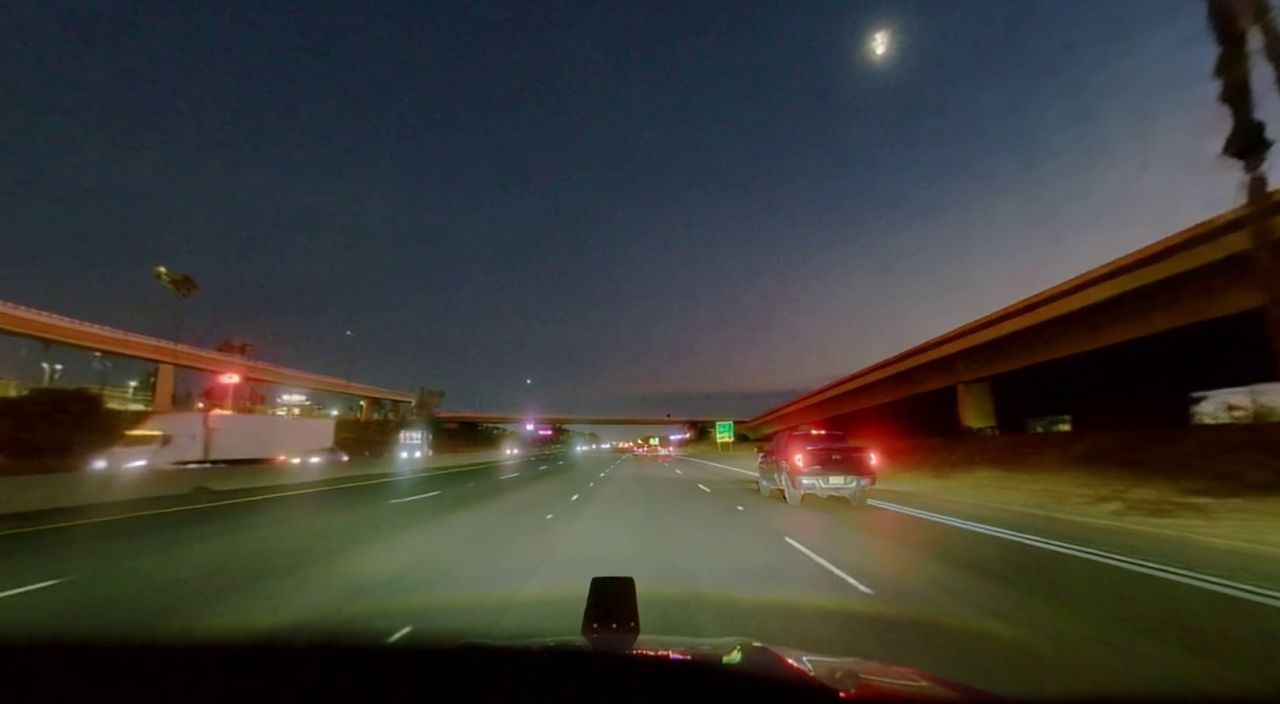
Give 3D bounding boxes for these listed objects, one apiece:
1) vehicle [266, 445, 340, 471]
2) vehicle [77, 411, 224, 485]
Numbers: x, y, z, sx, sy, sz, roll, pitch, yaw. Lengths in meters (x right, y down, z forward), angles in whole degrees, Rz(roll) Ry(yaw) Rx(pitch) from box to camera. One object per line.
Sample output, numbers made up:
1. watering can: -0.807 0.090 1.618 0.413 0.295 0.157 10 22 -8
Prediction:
1. vehicle: -25.144 7.888 47.401 2.288 1.814 5.849 0 -8 1
2. vehicle: -32.530 6.436 42.636 3.007 4.466 8.393 0 -8 0
